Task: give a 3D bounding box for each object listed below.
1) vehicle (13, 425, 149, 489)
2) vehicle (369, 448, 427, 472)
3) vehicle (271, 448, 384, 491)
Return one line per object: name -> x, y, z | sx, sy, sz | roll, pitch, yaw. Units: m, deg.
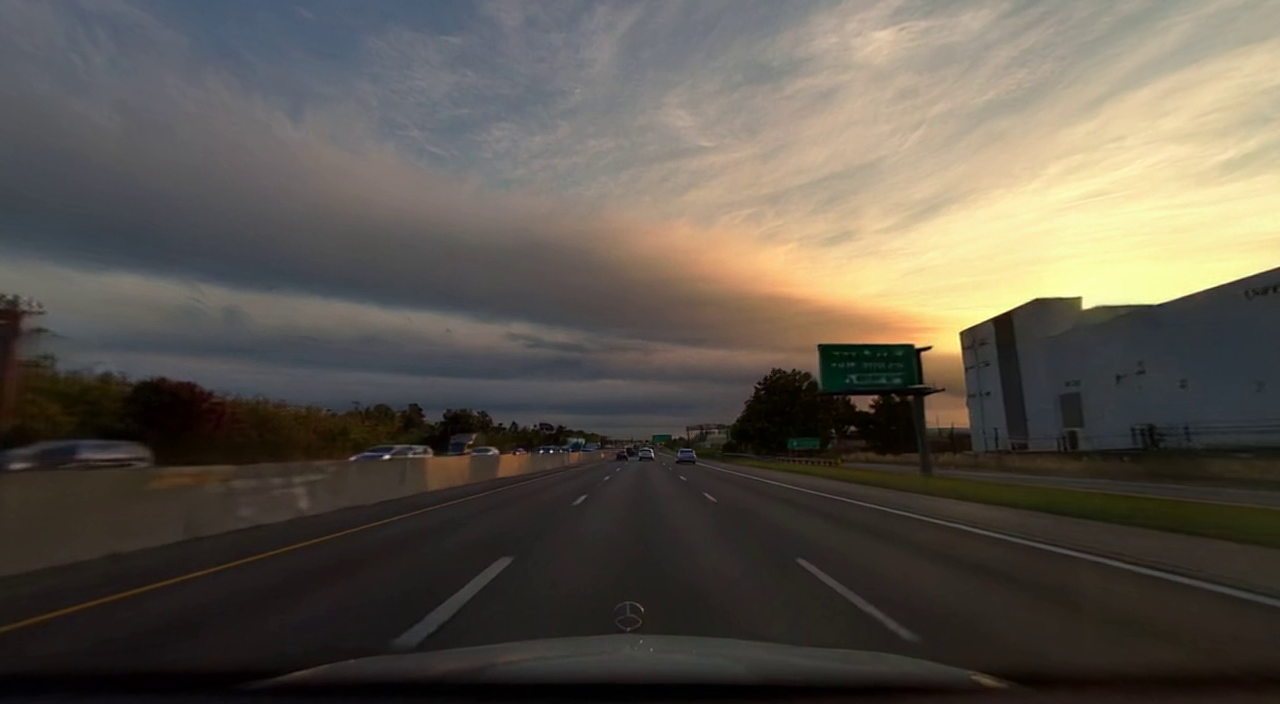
vehicle -> -20.212, 3.808, 22.993 | 1.890, 2.116, 3.173 | 0, -9, 1
vehicle -> -16.064, 7.191, 42.145 | 1.903, 1.504, 4.720 | -1, -9, 1
vehicle -> -11.364, 4.286, 23.336 | 1.894, 1.437, 4.443 | 0, -9, 0
